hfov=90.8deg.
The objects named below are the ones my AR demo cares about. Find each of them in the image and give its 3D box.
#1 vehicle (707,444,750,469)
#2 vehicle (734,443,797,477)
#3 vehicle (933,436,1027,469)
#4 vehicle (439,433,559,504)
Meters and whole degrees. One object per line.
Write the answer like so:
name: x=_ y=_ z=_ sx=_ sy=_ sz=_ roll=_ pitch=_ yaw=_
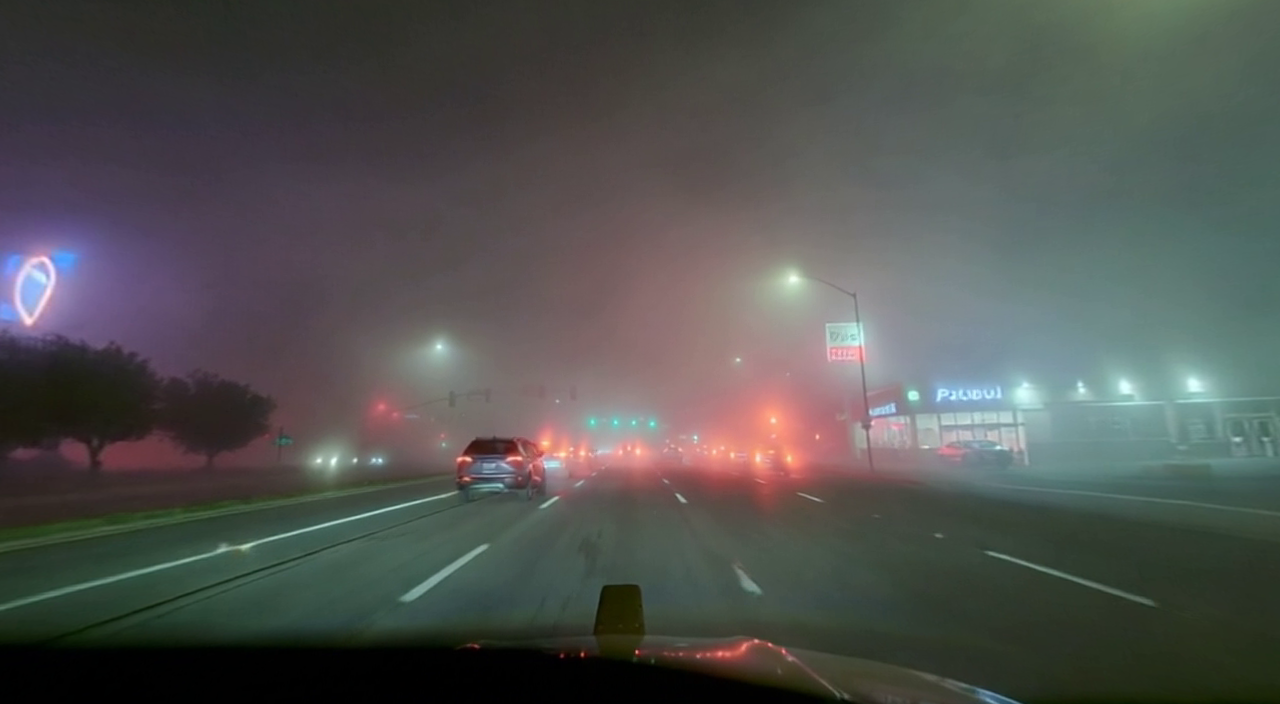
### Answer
vehicle: x=5.613 y=6.681 z=40.548 sx=1.969 sy=1.502 sz=4.663 roll=0 pitch=-8 yaw=-2
vehicle: x=5.840 y=5.068 z=29.931 sx=2.017 sy=1.453 sz=4.497 roll=0 pitch=-8 yaw=0
vehicle: x=16.311 y=4.844 z=30.593 sx=1.819 sy=1.457 sz=4.680 roll=0 pitch=-8 yaw=-2
vehicle: x=-3.553 y=3.027 z=16.865 sx=2.143 sy=1.643 sz=4.336 roll=0 pitch=-8 yaw=1
